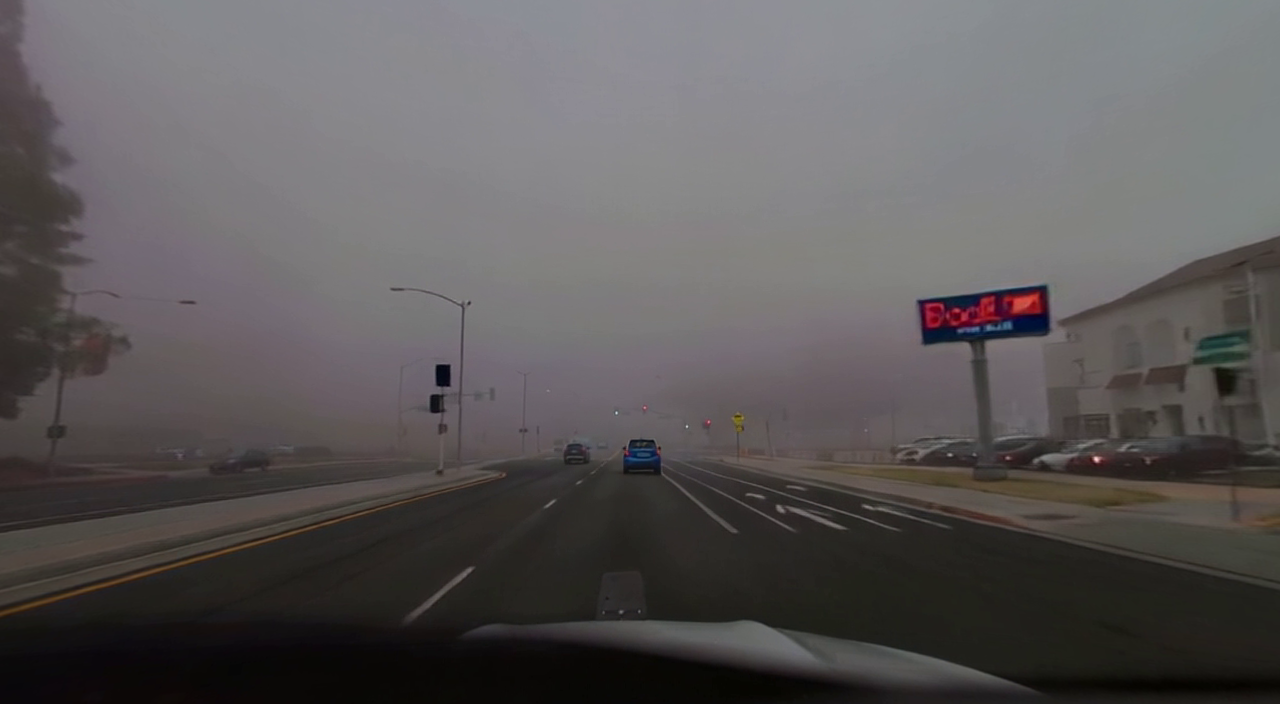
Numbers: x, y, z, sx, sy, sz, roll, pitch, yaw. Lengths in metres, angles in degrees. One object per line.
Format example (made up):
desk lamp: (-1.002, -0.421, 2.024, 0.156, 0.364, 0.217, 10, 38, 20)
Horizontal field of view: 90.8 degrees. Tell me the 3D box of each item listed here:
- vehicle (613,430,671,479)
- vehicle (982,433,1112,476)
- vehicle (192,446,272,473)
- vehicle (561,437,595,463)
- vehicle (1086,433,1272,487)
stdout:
vehicle: (0.025, 4.410, 27.456, 2.273, 1.909, 5.075, 0, -9, -1)
vehicle: (18.478, 4.654, 28.815, 4.475, 1.838, 2.058, 0, -9, -3)
vehicle: (-26.353, 6.974, 41.047, 2.031, 1.622, 4.722, 0, -9, 0)
vehicle: (-4.645, 7.409, 47.858, 2.202, 1.856, 4.516, 0, -9, -1)
vehicle: (18.332, 3.671, 21.666, 4.417, 1.717, 2.073, 0, -9, -1)
